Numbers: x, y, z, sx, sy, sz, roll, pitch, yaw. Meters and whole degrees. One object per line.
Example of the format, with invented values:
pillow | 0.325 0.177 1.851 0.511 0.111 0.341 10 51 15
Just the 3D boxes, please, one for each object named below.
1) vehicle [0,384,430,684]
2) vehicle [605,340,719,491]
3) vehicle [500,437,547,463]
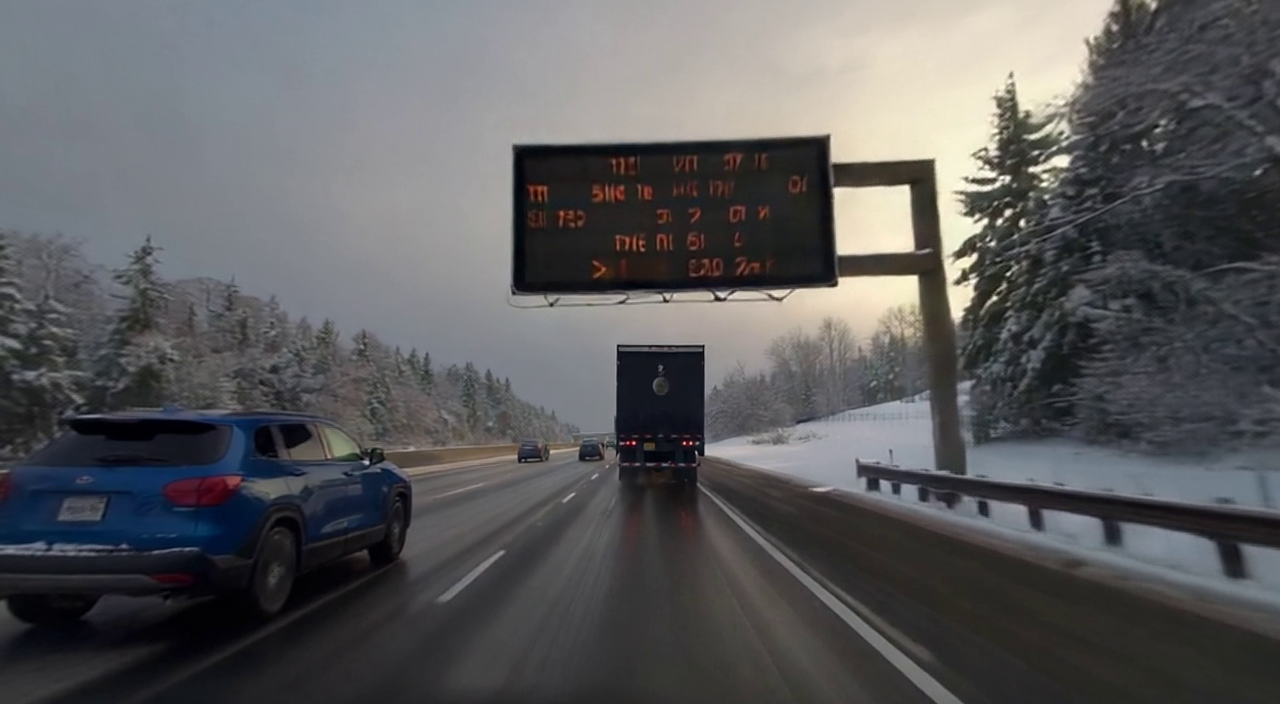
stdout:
vehicle | -3.712 1.335 5.740 2.077 1.671 4.249 0 -8 1
vehicle | 0.558 2.379 21.470 2.870 3.841 10.653 0 -8 0
vehicle | -6.933 5.898 37.898 1.882 1.451 4.416 0 -8 1
